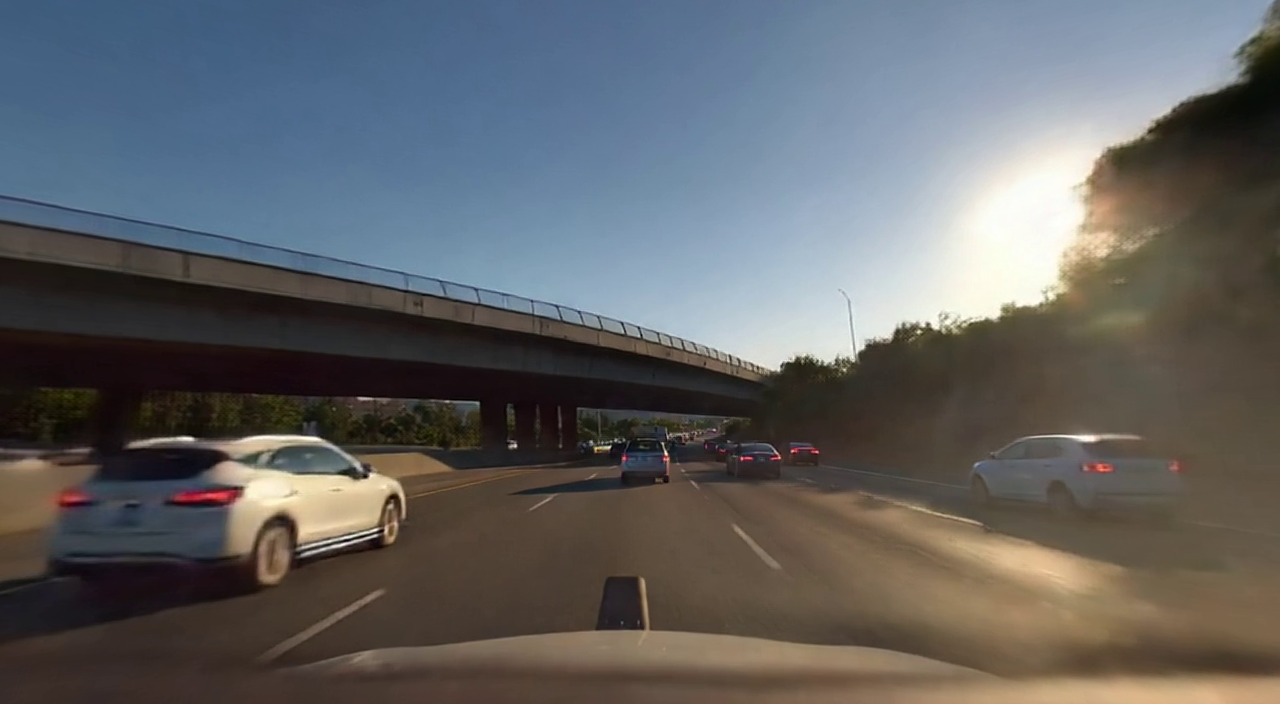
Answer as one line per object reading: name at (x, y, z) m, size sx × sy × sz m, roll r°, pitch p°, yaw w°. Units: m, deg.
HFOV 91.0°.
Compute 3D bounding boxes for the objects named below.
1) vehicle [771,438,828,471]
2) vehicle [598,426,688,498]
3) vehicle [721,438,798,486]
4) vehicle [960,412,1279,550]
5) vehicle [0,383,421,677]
vehicle at (8.208, 5.332, 32.802) m, size 1.956 × 1.588 × 4.305 m, roll 0°, pitch -9°, yaw 2°
vehicle at (0.136, 2.995, 17.476) m, size 2.181 × 1.728 × 3.970 m, roll 0°, pitch -9°, yaw 2°
vehicle at (4.126, 3.875, 22.458) m, size 1.999 × 1.514 × 4.338 m, roll 0°, pitch -9°, yaw 1°
vehicle at (7.406, 1.940, 10.120) m, size 2.028 × 1.657 × 4.823 m, roll 0°, pitch -9°, yaw 1°
vehicle at (-4.035, 1.342, 5.949) m, size 2.128 × 1.627 × 4.697 m, roll 0°, pitch -9°, yaw 1°
